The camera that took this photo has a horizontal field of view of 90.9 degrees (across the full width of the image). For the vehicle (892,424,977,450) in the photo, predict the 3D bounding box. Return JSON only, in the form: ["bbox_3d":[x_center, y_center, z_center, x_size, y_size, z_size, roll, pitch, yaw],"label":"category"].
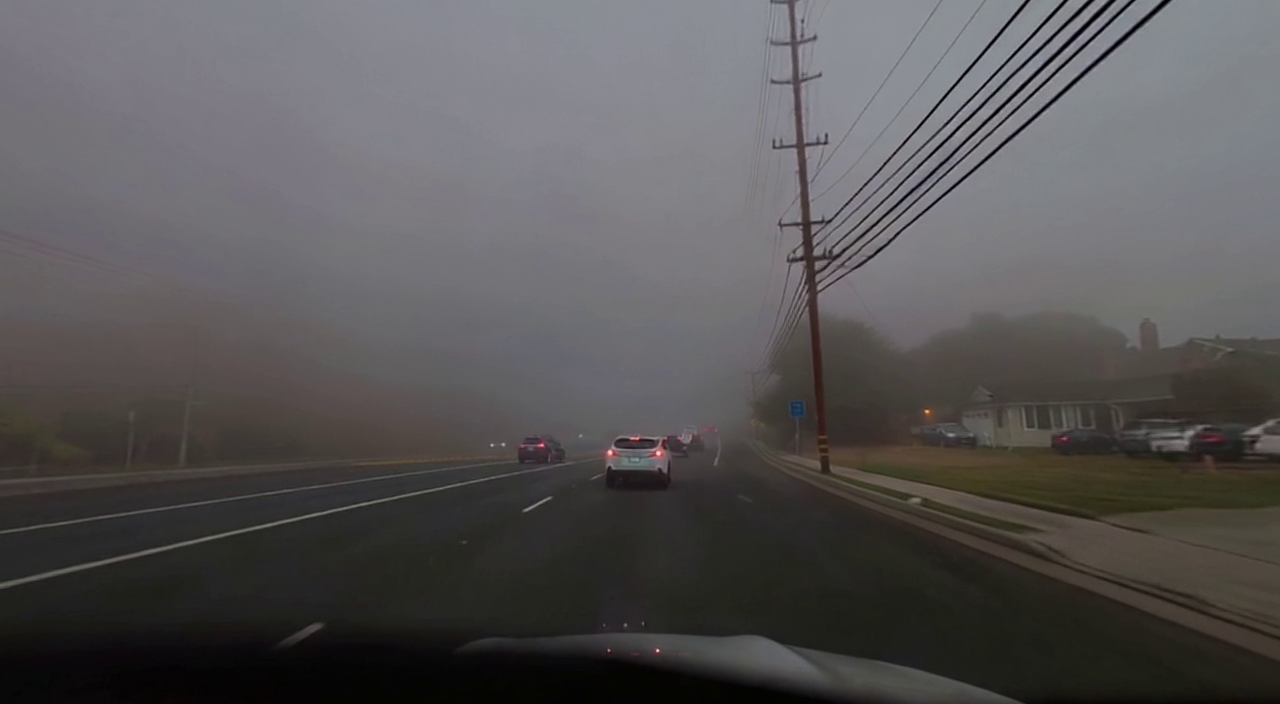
[{"bbox_3d":[19.913,5.798,42.827,4.739,1.708,1.976,-2,-9,8],"label":"vehicle"}]

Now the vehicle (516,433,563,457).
[{"bbox_3d":[-6.631,6.212,41.964,1.983,1.485,4.159,-1,-8,7],"label":"vehicle"}]

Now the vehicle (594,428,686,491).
[{"bbox_3d":[0.132,2.868,17.117,2.117,1.474,4.036,-1,-8,5],"label":"vehicle"}]

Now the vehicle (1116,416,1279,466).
[{"bbox_3d":[21.111,3.323,23.660,4.667,1.647,2.093,1,-7,7],"label":"vehicle"}]

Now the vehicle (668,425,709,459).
[{"bbox_3d":[3.051,5.574,38.857,2.158,1.939,4.935,-2,-8,8],"label":"vehicle"}]
